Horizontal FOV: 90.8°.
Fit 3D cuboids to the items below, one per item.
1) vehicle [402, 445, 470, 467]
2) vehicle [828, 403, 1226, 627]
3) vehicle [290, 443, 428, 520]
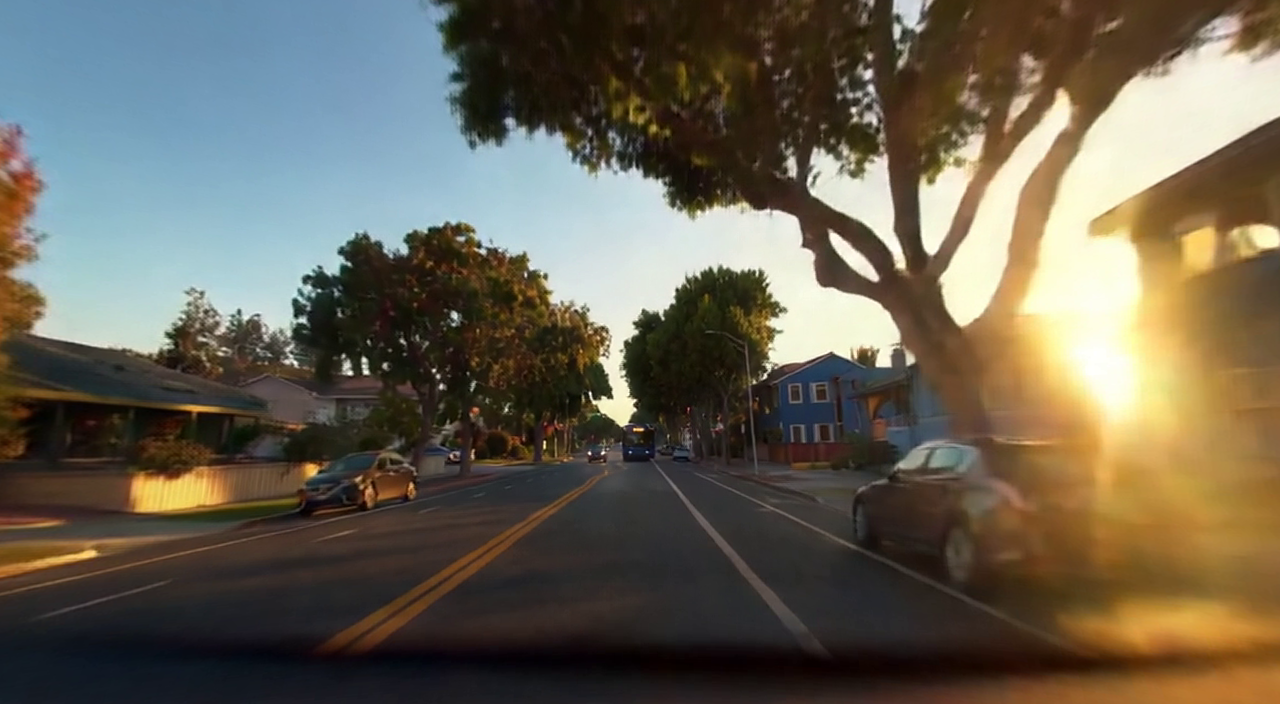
[{"bbox_3d":[-15.412,7.861,47.812,4.481,1.591,1.807,0,-8,-1],"label":"vehicle"},{"bbox_3d":[4.248,1.836,8.204,2.060,1.833,4.927,5,-9,0],"label":"vehicle"},{"bbox_3d":[-7.843,3.583,18.152,1.898,1.755,4.603,-5,-8,-1],"label":"vehicle"}]
